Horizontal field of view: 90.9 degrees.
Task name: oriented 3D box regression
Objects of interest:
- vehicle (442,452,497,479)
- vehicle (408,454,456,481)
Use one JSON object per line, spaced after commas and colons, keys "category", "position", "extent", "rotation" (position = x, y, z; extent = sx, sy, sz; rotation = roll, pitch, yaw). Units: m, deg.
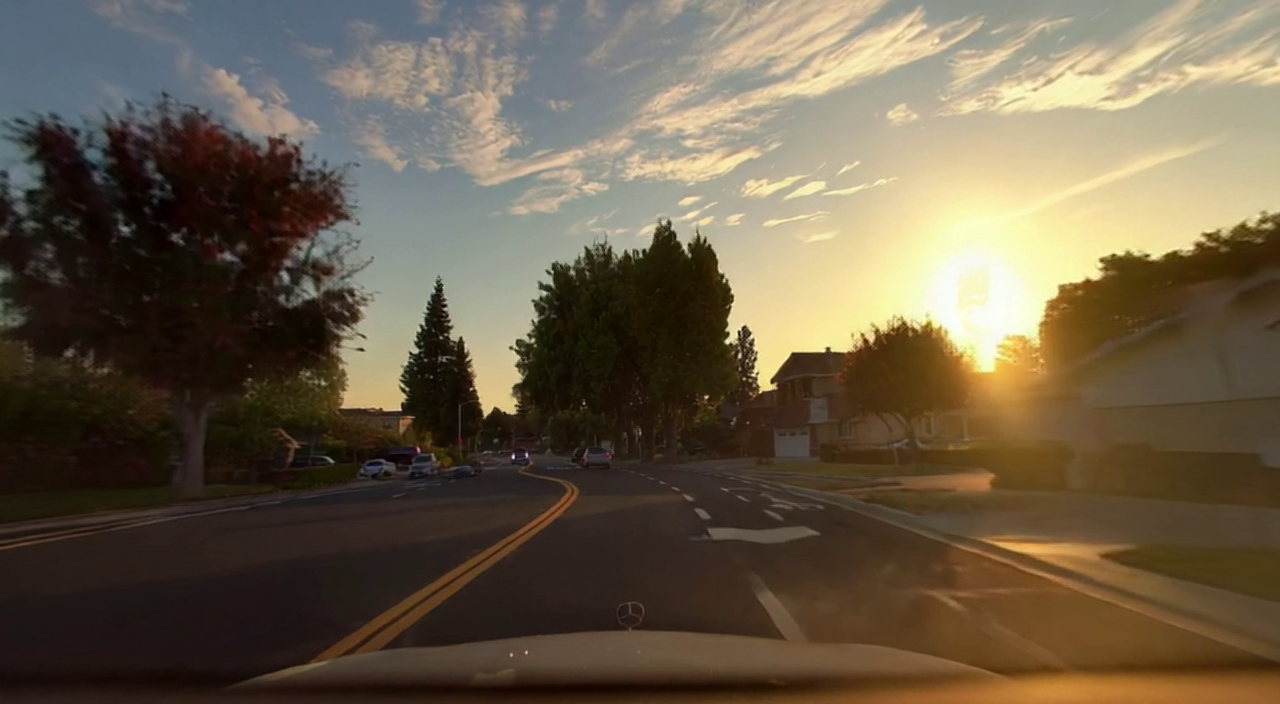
{"category": "vehicle", "position": [-10.509, 6.987, 39.149], "extent": [1.979, 1.503, 4.678], "rotation": [-1, -8, 2]}
{"category": "vehicle", "position": [-14.109, 7.835, 43.077], "extent": [1.881, 1.655, 4.177], "rotation": [0, -8, -1]}
